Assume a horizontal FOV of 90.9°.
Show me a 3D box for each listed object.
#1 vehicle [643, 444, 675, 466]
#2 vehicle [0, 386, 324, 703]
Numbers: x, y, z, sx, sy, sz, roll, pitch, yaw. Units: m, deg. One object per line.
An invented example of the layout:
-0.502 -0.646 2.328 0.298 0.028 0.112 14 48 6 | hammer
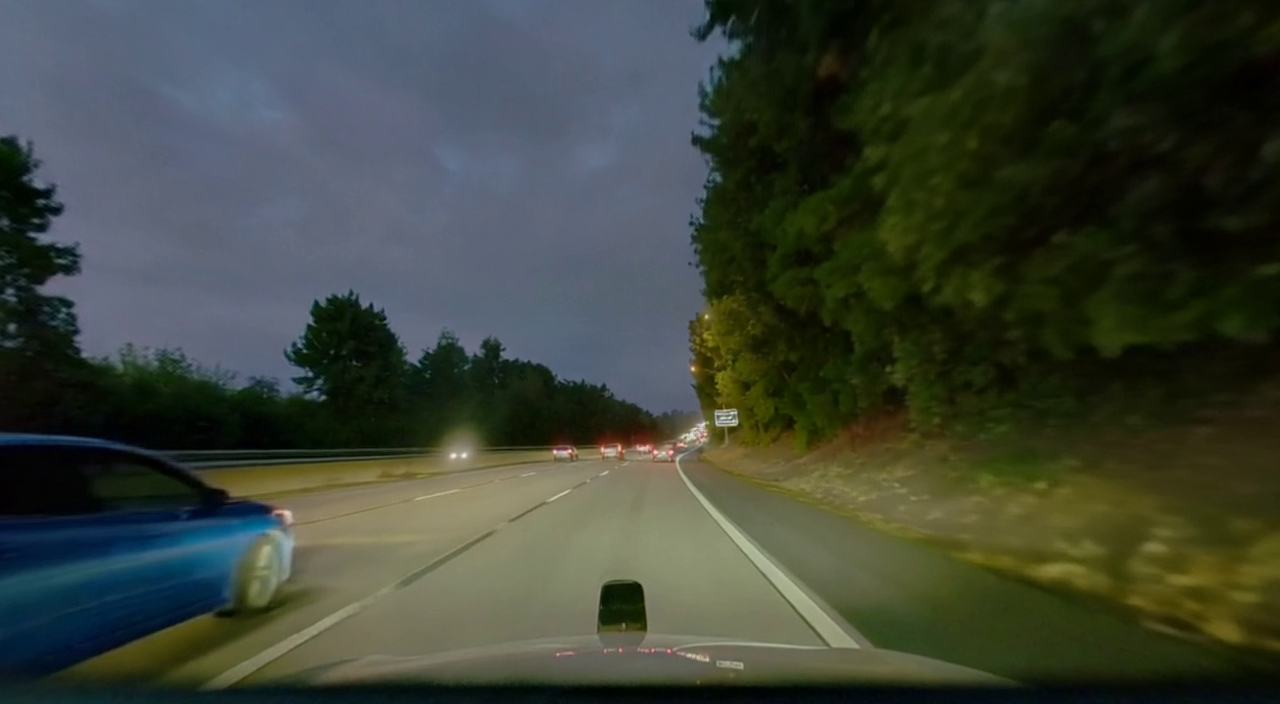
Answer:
1.375 7.195 44.305 2.113 1.464 4.073 0 -8 3 | vehicle
-3.466 0.927 2.565 2.024 1.531 4.431 0 -8 0 | vehicle
